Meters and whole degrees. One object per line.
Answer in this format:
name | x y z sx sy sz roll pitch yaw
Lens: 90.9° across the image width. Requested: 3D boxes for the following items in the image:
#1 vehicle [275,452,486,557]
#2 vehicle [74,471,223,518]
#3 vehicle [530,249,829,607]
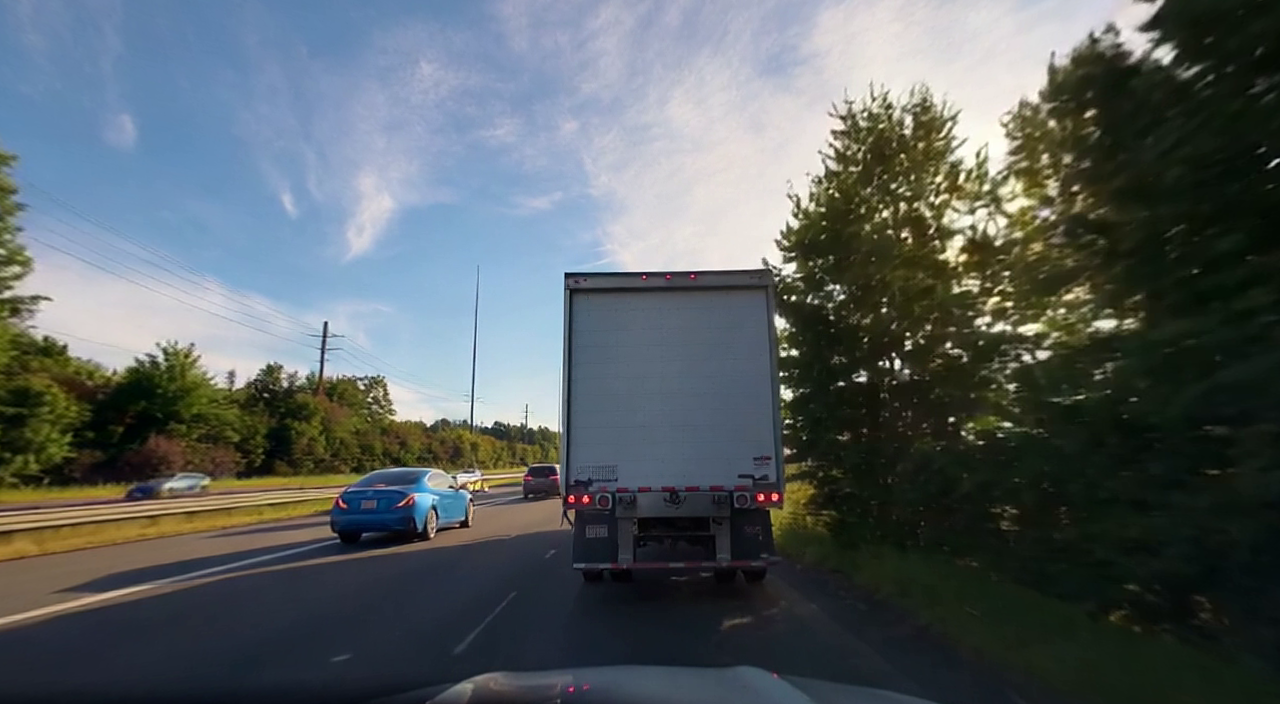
vehicle | -4.285 2.618 11.339 1.891 1.469 4.431 1 -11 0
vehicle | -17.830 5.168 23.188 1.815 1.486 4.458 0 -11 1
vehicle | 0.567 1.455 10.564 2.831 3.529 8.689 0 -11 3
